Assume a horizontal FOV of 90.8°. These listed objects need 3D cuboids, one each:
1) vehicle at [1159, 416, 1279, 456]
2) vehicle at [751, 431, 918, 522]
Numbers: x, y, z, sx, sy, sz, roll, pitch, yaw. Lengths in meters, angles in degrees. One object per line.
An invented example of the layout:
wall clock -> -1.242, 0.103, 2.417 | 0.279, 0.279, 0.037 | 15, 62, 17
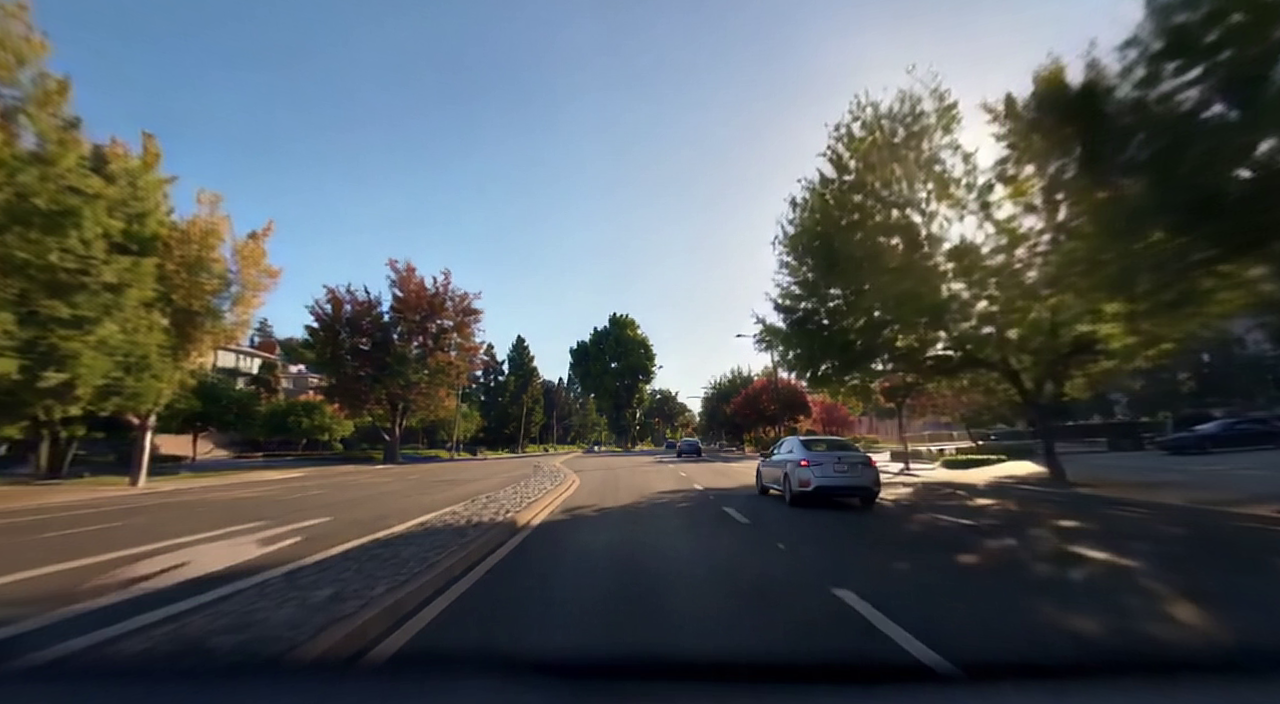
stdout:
vehicle -> 26.217, 3.676, 27.527 | 5.085, 1.657, 2.372 | 0, -8, 0
vehicle -> 3.522, 2.315, 12.331 | 1.852, 1.453, 4.083 | 0, -8, -2
